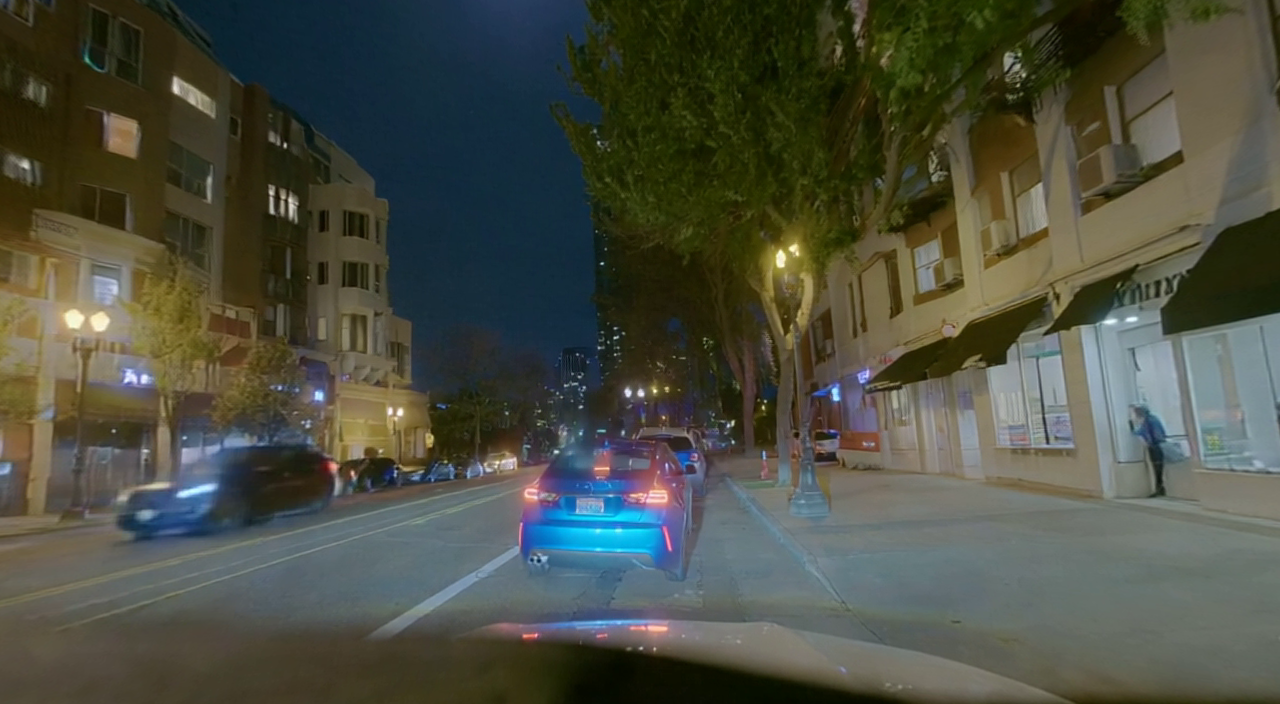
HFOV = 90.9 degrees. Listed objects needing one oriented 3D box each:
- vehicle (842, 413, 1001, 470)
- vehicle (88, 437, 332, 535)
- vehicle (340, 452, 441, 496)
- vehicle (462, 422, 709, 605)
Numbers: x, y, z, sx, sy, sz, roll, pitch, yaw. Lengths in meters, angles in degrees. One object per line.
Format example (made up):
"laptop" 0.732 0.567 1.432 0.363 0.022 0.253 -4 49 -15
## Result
"vehicle" 9.025 2.839 20.224 4.558 1.528 1.915 0 -8 -23
"vehicle" -9.206 2.860 14.072 2.054 1.772 4.276 -4 -9 9
"vehicle" -10.257 5.031 26.286 1.826 1.432 4.556 -7 -9 8
"vehicle" -0.278 1.632 7.289 1.939 1.478 3.922 -1 -8 9
